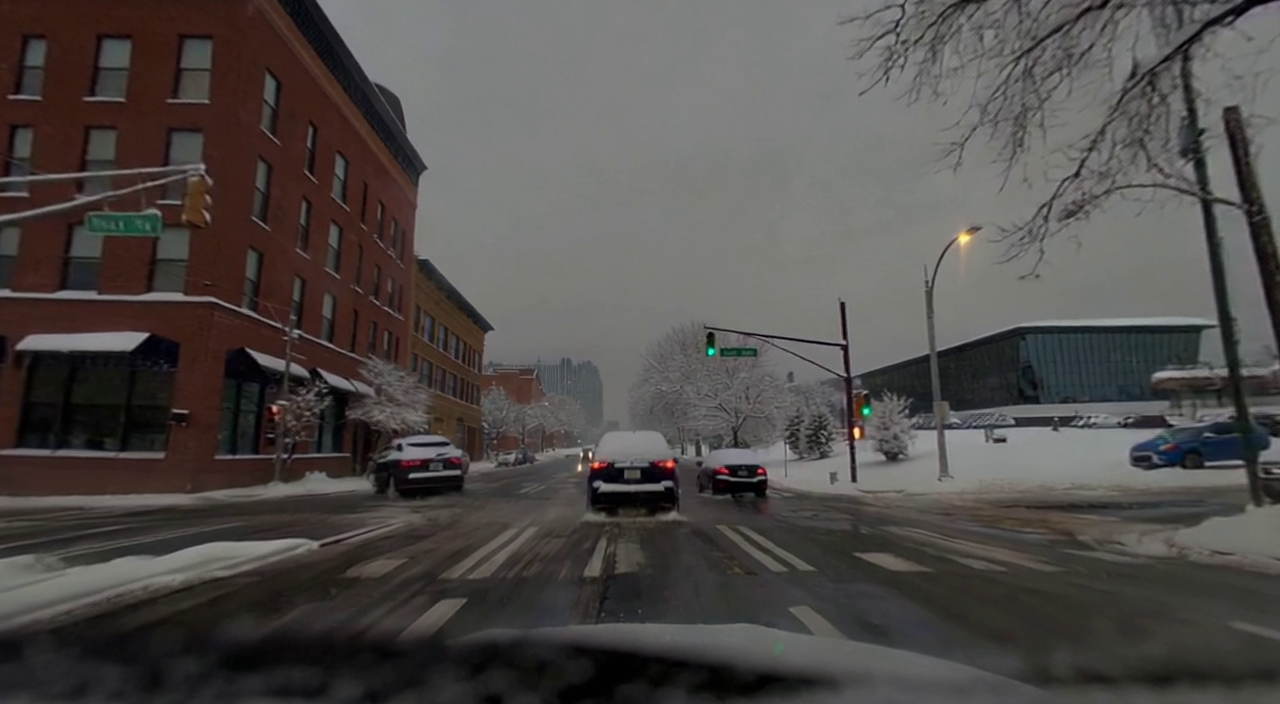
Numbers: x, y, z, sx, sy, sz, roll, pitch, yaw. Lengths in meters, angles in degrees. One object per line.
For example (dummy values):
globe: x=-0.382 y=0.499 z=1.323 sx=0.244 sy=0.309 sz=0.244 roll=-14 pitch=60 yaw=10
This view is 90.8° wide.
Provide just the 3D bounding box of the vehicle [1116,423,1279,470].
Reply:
vehicle: x=20.936 y=3.551 z=23.819 sx=4.355 sy=1.663 sz=1.948 roll=0 pitch=-9 yaw=0

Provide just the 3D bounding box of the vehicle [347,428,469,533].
vehicle: x=-5.043 y=2.585 z=13.369 sx=1.855 sy=1.812 sz=4.244 roll=4 pitch=-9 yaw=-26

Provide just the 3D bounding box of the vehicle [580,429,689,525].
vehicle: x=-0.164 y=2.761 z=14.552 sx=2.105 sy=1.842 sz=4.537 roll=0 pitch=-8 yaw=-2

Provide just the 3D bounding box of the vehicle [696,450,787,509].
vehicle: x=2.798 y=3.615 z=18.355 sx=1.852 sy=1.462 sz=4.155 roll=0 pitch=-8 yaw=-1
